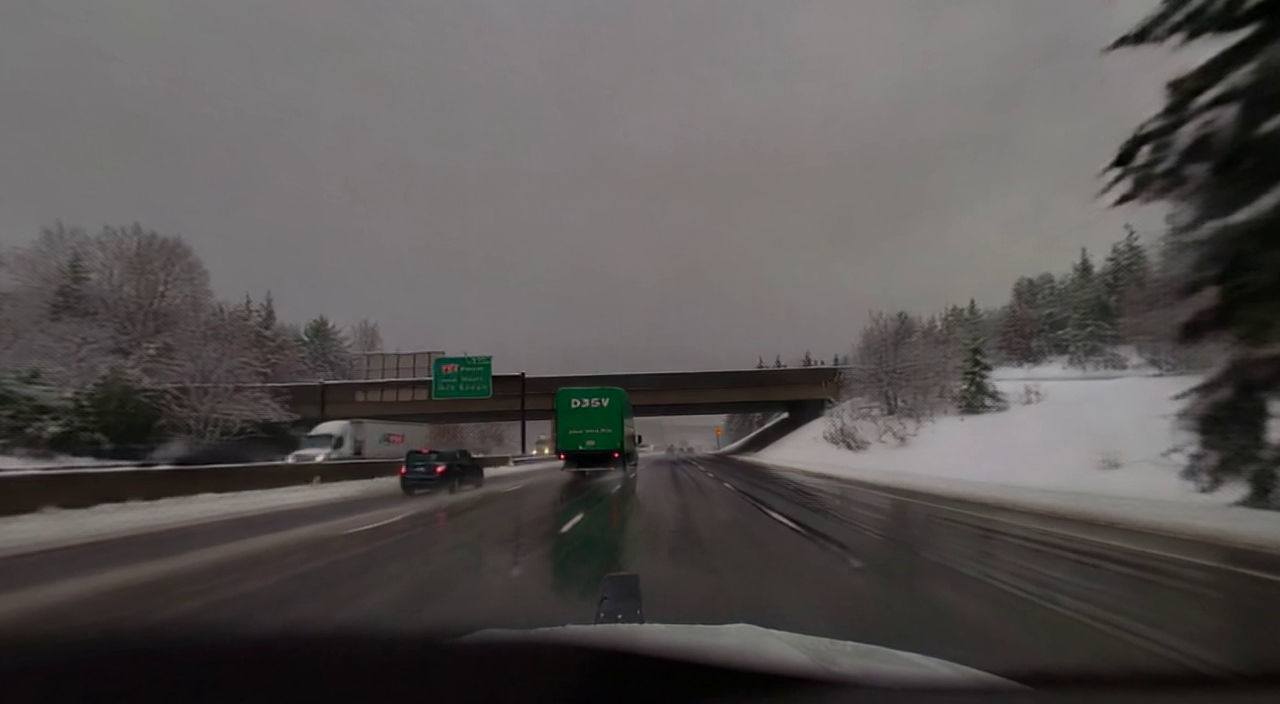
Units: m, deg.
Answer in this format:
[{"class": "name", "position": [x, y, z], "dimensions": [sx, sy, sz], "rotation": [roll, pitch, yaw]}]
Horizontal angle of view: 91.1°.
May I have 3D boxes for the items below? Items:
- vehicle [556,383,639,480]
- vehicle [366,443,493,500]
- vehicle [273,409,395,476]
[{"class": "vehicle", "position": [-1.759, 4.284, 32.500], "dimensions": [3.025, 4.002, 12.709], "rotation": [0, -9, 2]}, {"class": "vehicle", "position": [-5.994, 3.453, 18.630], "dimensions": [1.958, 1.467, 4.737], "rotation": [0, -9, 2]}, {"class": "vehicle", "position": [-20.820, 6.358, 43.847], "dimensions": [2.942, 4.086, 10.219], "rotation": [-1, -9, 2]}]
